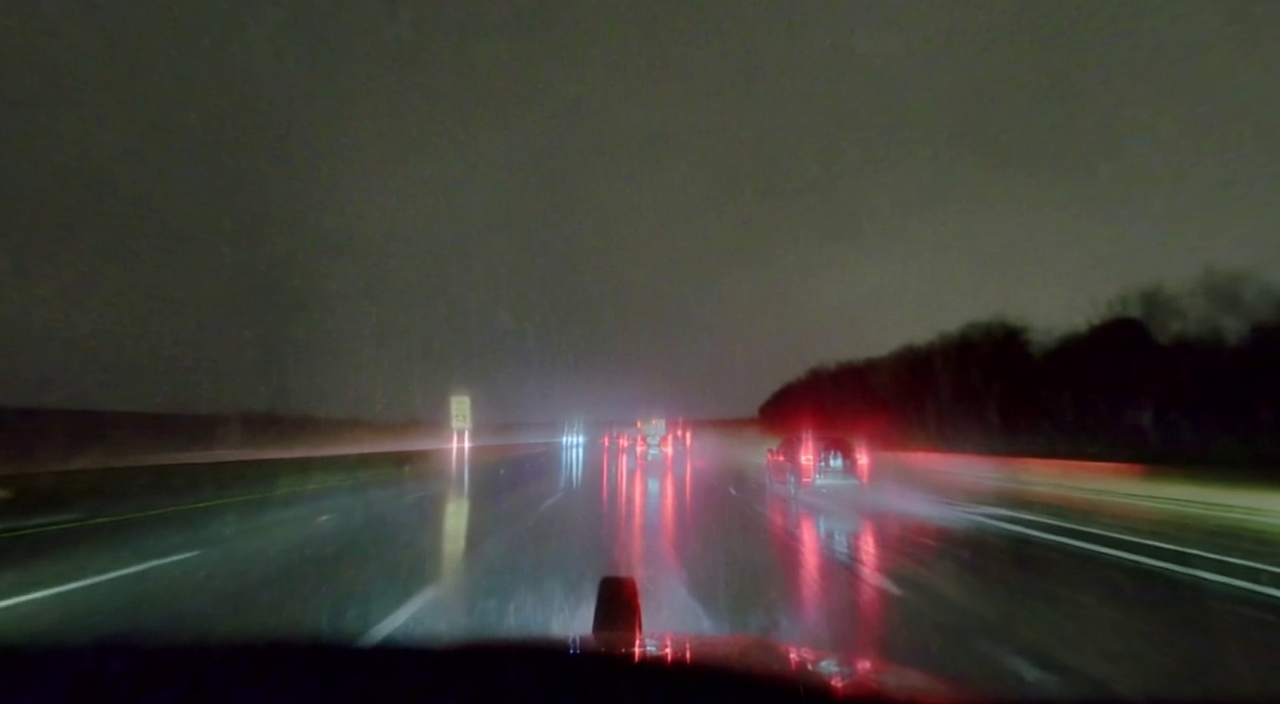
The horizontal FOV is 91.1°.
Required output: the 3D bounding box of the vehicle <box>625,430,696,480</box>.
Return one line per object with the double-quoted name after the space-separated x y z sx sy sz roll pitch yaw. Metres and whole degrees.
0.564 3.299 20.451 2.046 1.467 3.844 0 -8 -2 "vehicle"
